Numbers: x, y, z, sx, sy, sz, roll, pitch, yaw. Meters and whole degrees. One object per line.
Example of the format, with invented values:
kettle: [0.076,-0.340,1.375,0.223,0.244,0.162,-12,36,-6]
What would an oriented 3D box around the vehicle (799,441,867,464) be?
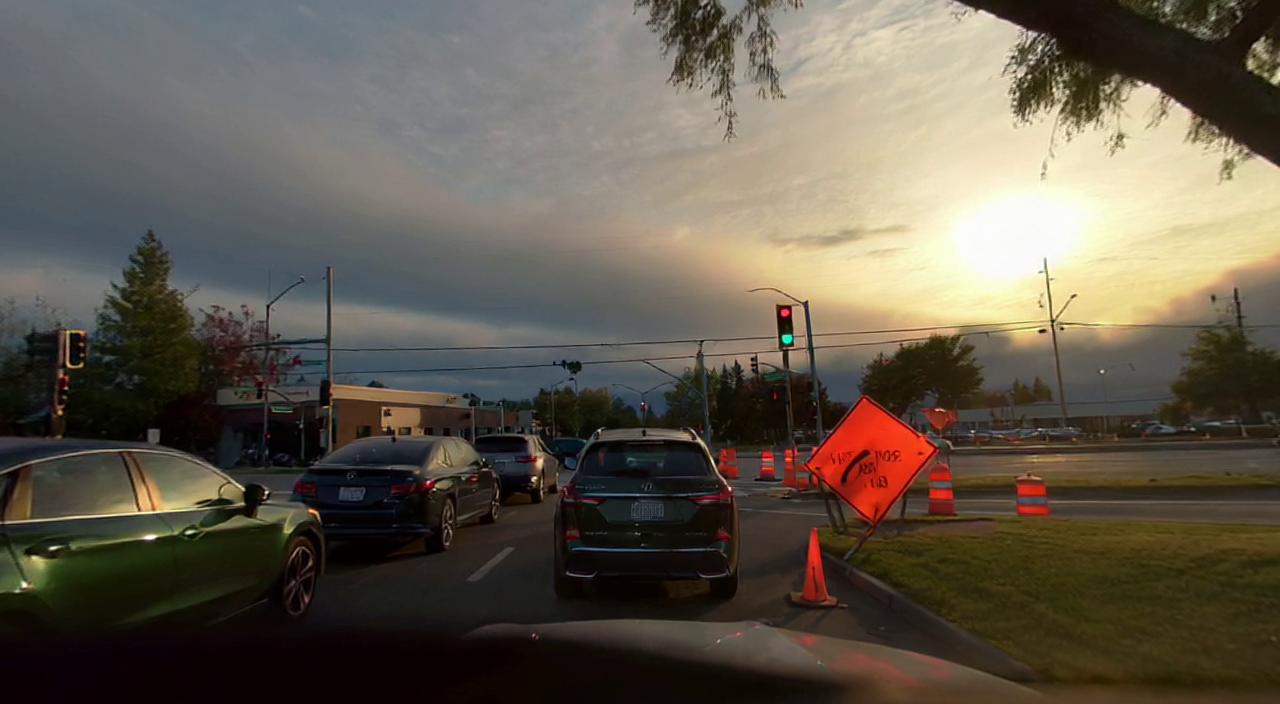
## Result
vehicle: [15.130,7.906,49.502,4.672,1.676,1.867,1,-9,-1]

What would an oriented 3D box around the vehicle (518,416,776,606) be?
vehicle: [0.104,1.620,7.210,2.167,1.560,3.676,0,-9,1]

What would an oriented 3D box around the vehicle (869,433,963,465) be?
vehicle: [17.795,6.279,40.794,5.082,1.907,2.115,0,-9,2]

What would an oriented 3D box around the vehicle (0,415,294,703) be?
vehicle: [-3.594,0.944,2.148,2.064,1.497,4.722,0,-9,1]

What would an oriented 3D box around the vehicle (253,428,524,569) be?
vehicle: [-3.272,1.998,9.447,1.989,1.541,4.626,0,-9,2]
